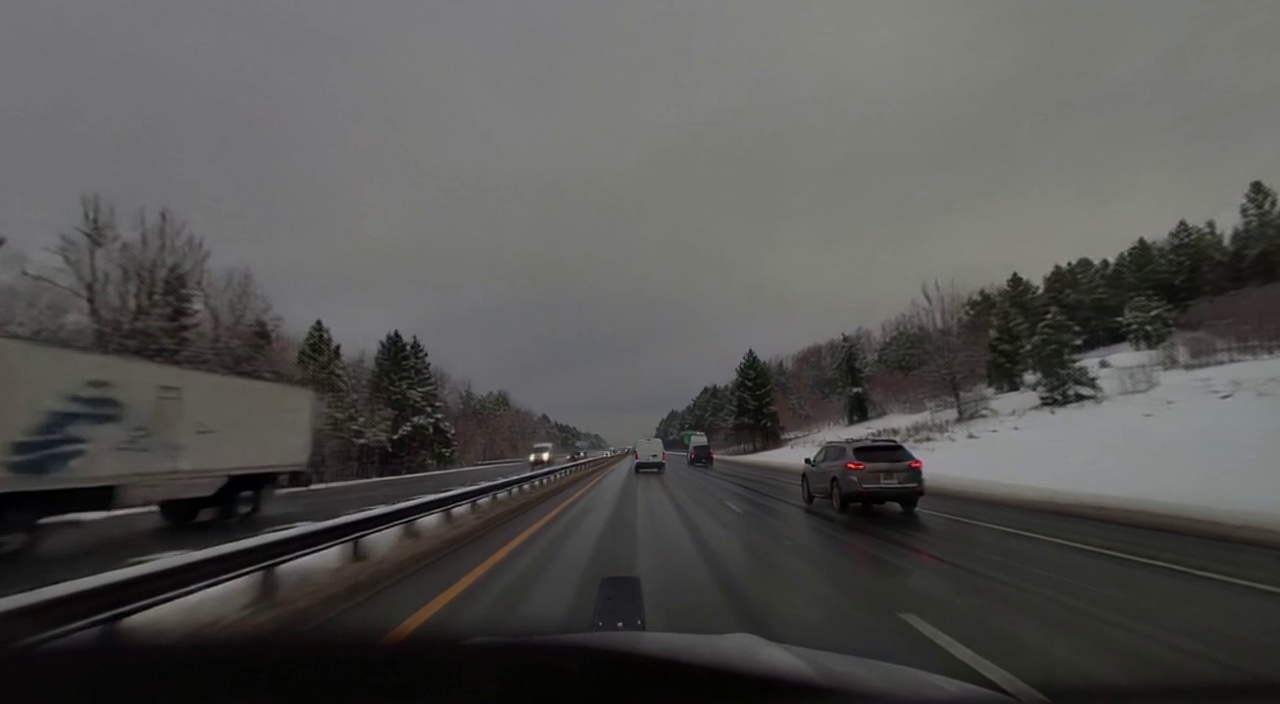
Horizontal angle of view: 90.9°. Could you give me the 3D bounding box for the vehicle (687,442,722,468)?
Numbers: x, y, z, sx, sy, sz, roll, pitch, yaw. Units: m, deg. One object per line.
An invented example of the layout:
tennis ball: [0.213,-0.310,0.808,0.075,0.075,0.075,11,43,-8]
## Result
vehicle: [4.414,7.145,43.785,1.961,1.689,3.971,0,-9,-1]

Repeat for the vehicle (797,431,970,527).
vehicle: [4.463,2.360,12.189,1.868,1.566,3.509,0,-9,-1]

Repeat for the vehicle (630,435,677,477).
vehicle: [0.622,5.074,30.934,2.143,1.925,4.101,0,-9,1]

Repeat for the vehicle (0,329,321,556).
vehicle: [-13.232,2.333,15.943,2.898,4.145,14.046,0,-9,0]
